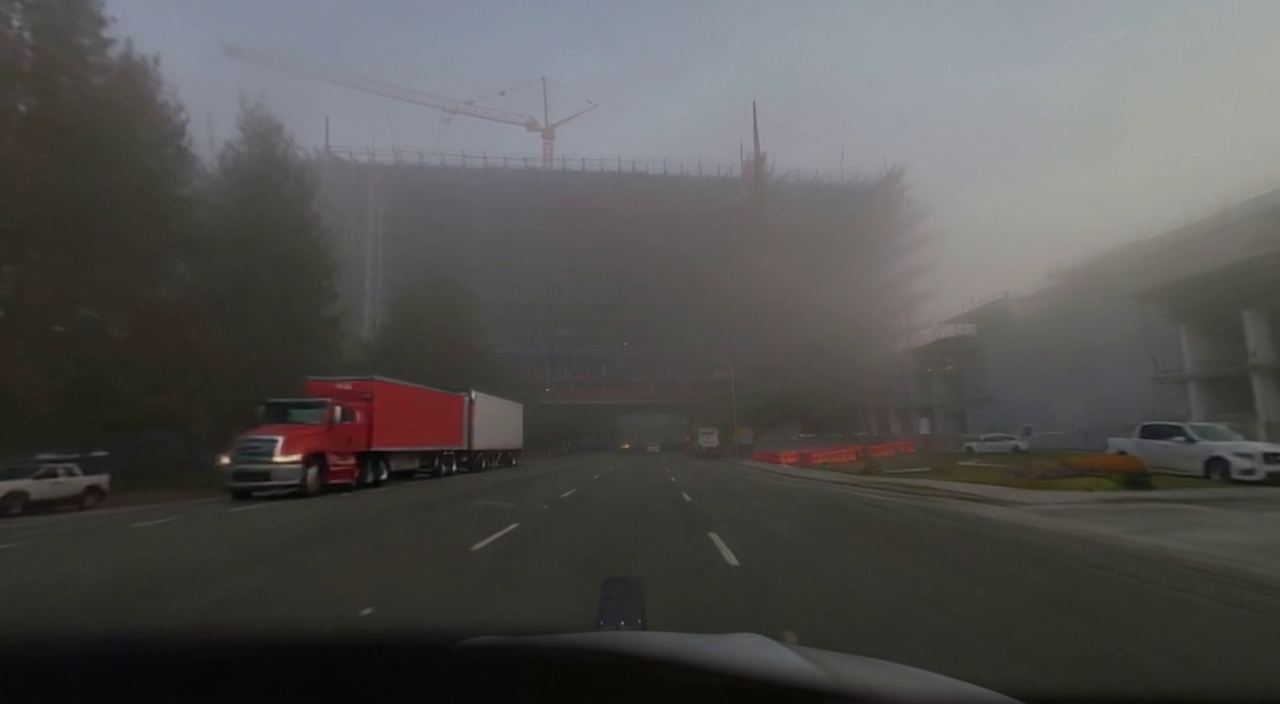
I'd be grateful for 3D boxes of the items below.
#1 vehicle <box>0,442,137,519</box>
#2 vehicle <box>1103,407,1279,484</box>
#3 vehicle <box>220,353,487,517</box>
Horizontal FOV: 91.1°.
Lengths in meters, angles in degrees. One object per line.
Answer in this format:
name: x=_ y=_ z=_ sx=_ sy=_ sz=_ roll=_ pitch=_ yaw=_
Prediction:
vehicle: x=-18.217 y=3.780 z=18.471 sx=2.154 sy=1.987 sz=5.836 roll=-5 pitch=-8 yaw=-1
vehicle: x=16.417 y=2.680 z=17.935 sx=2.021 sy=1.835 sz=5.654 roll=1 pitch=-8 yaw=0
vehicle: x=-7.363 y=2.488 z=18.447 sx=3.032 sy=3.524 sz=9.640 roll=0 pitch=-8 yaw=2
